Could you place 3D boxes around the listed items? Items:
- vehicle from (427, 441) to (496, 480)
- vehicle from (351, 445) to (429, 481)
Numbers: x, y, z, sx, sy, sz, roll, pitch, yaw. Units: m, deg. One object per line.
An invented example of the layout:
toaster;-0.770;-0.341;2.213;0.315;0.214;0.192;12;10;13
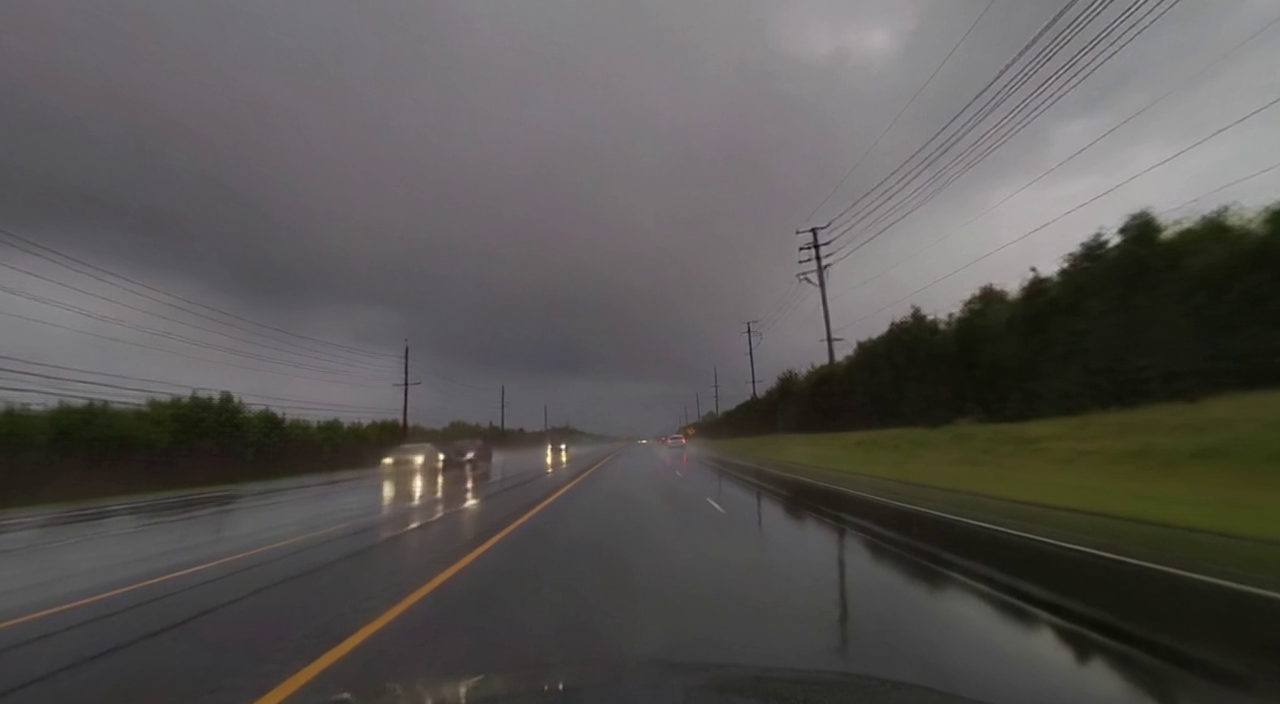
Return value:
vehicle;-7.846;4.783;28.136;1.863;1.592;4.379;0;-8;-1
vehicle;-11.036;4.897;28.111;1.912;1.468;4.018;0;-8;-1
